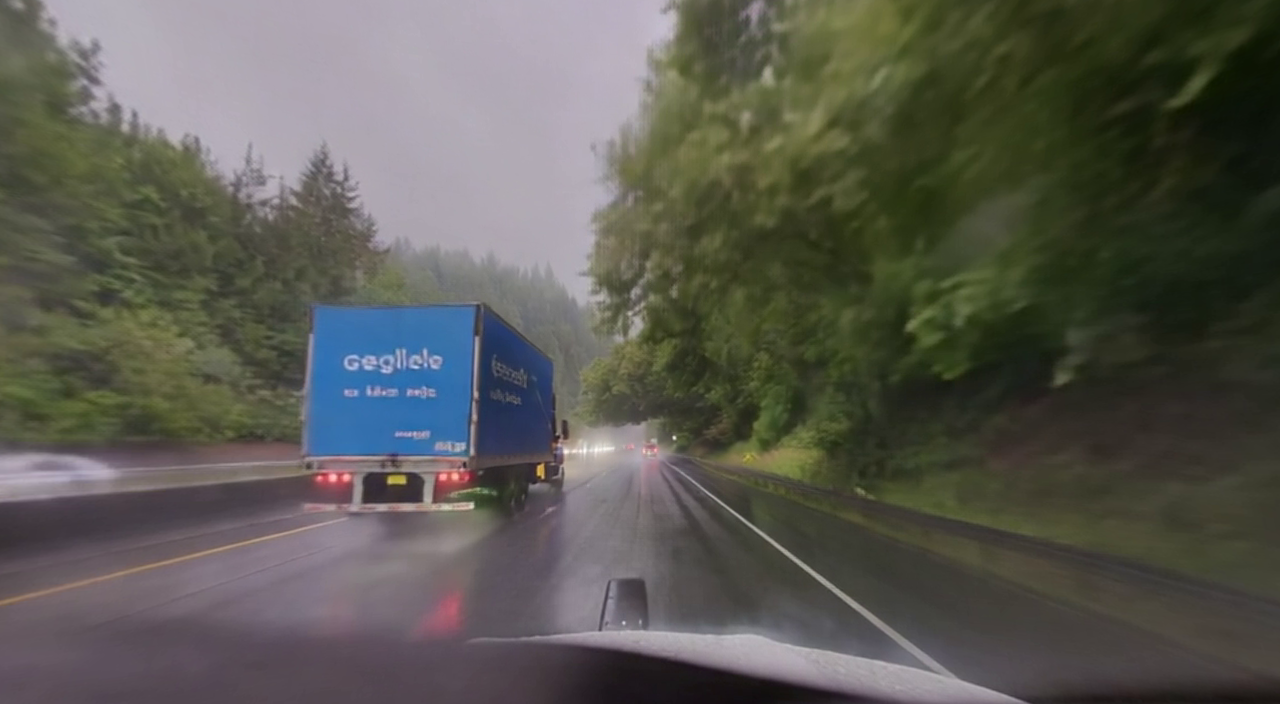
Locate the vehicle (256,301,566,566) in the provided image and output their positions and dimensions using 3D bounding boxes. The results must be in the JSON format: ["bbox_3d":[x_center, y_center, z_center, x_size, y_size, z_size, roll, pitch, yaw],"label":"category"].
[{"bbox_3d":[-3.107,1.454,10.988,2.695,3.151,6.885,0,-9,1],"label":"vehicle"}]
